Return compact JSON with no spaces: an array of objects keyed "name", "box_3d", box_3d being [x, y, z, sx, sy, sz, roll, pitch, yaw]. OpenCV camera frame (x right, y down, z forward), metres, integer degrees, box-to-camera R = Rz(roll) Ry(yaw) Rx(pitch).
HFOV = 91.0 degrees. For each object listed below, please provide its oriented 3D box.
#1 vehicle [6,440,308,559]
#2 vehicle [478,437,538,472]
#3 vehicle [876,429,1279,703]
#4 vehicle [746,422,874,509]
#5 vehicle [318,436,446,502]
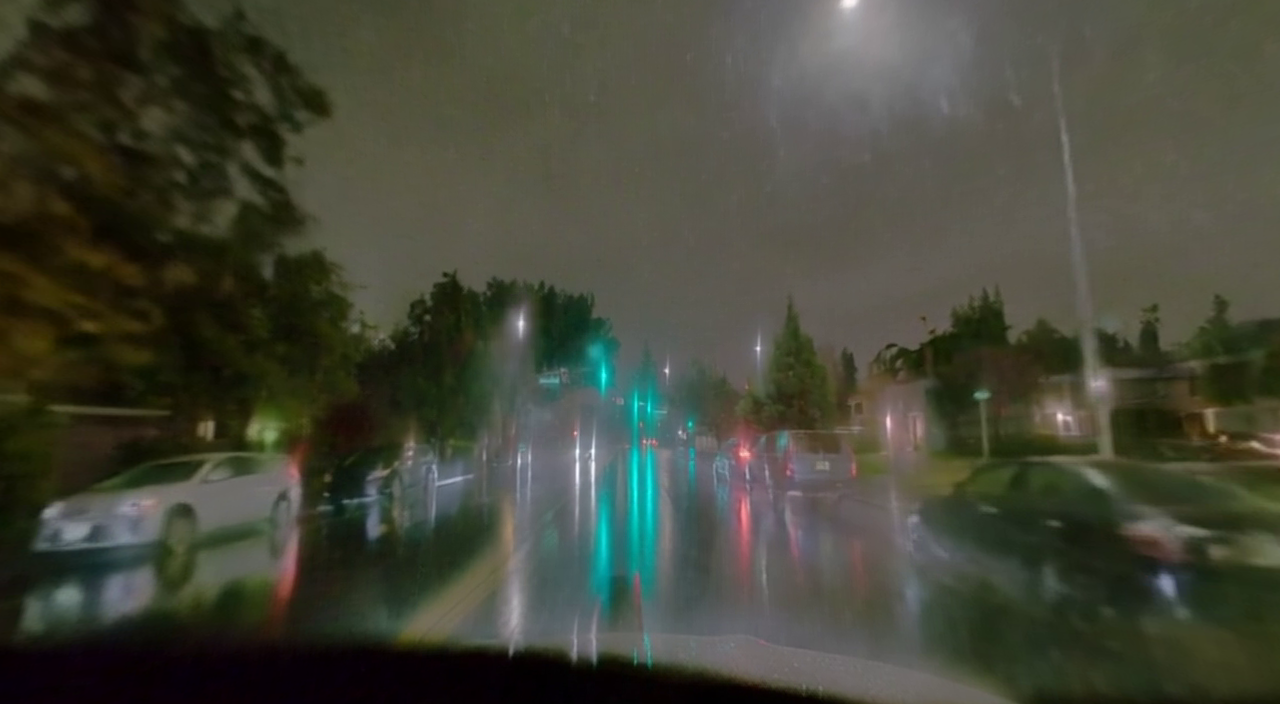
[{"name":"vehicle","box_3d":[-7.458,2.254,10.308,1.976,1.554,3.654,0,-9,0]},{"name":"vehicle","box_3d":[-7.324,5.767,35.557,2.150,1.766,5.483,0,-9,0]},{"name":"vehicle","box_3d":[3.938,1.432,5.429,2.036,1.405,4.312,0,-9,-2]},{"name":"vehicle","box_3d":[3.919,2.683,15.358,1.908,1.788,4.397,1,-8,0]},{"name":"vehicle","box_3d":[-7.519,3.428,18.937,1.994,1.718,4.518,0,-9,-1]}]
